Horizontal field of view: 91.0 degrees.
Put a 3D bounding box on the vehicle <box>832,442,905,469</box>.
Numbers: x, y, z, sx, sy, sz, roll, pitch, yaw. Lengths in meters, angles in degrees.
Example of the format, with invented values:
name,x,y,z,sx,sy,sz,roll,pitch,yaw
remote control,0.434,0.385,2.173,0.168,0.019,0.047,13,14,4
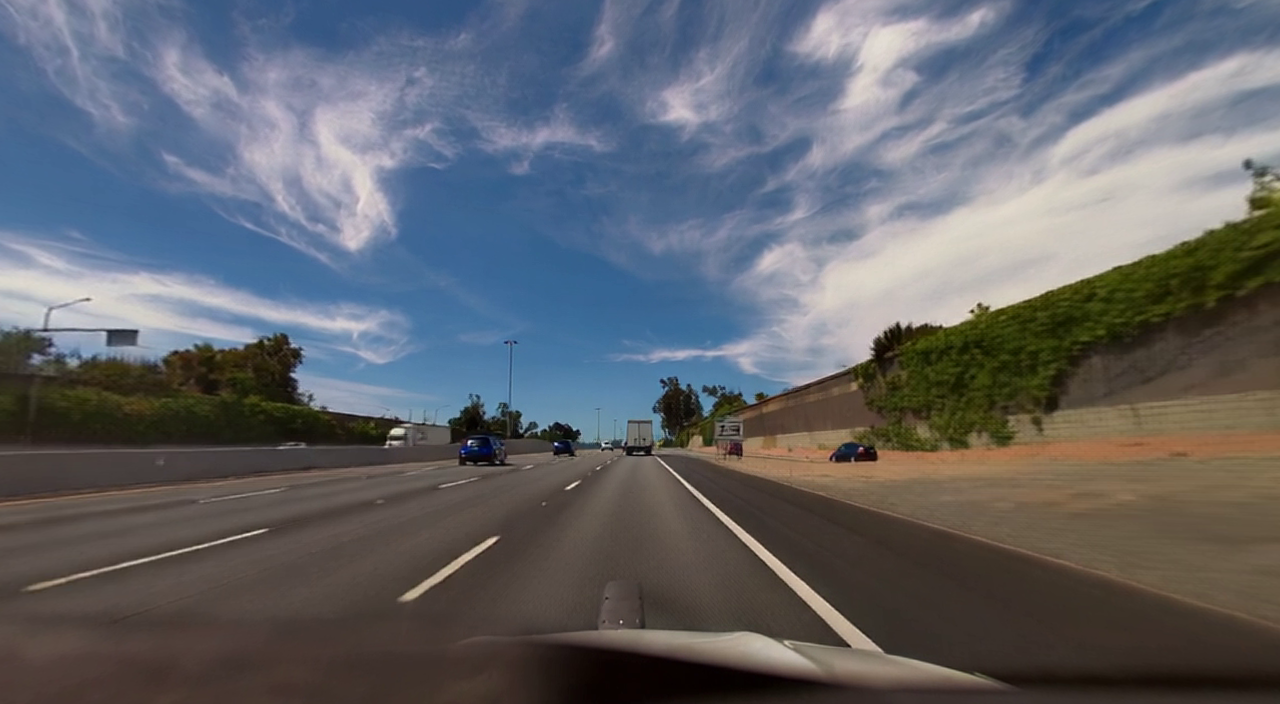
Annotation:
name,x,y,z,sx,sy,sz,roll,pitch,yaw
vehicle,13.684,6.223,38.038,2.075,1.510,4.569,1,-9,-9

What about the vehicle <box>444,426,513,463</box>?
name,x,y,z,sx,sy,sz,roll,pitch,yaw
vehicle,-10.246,5.988,40.605,2.571,2.169,6.443,0,-9,1
